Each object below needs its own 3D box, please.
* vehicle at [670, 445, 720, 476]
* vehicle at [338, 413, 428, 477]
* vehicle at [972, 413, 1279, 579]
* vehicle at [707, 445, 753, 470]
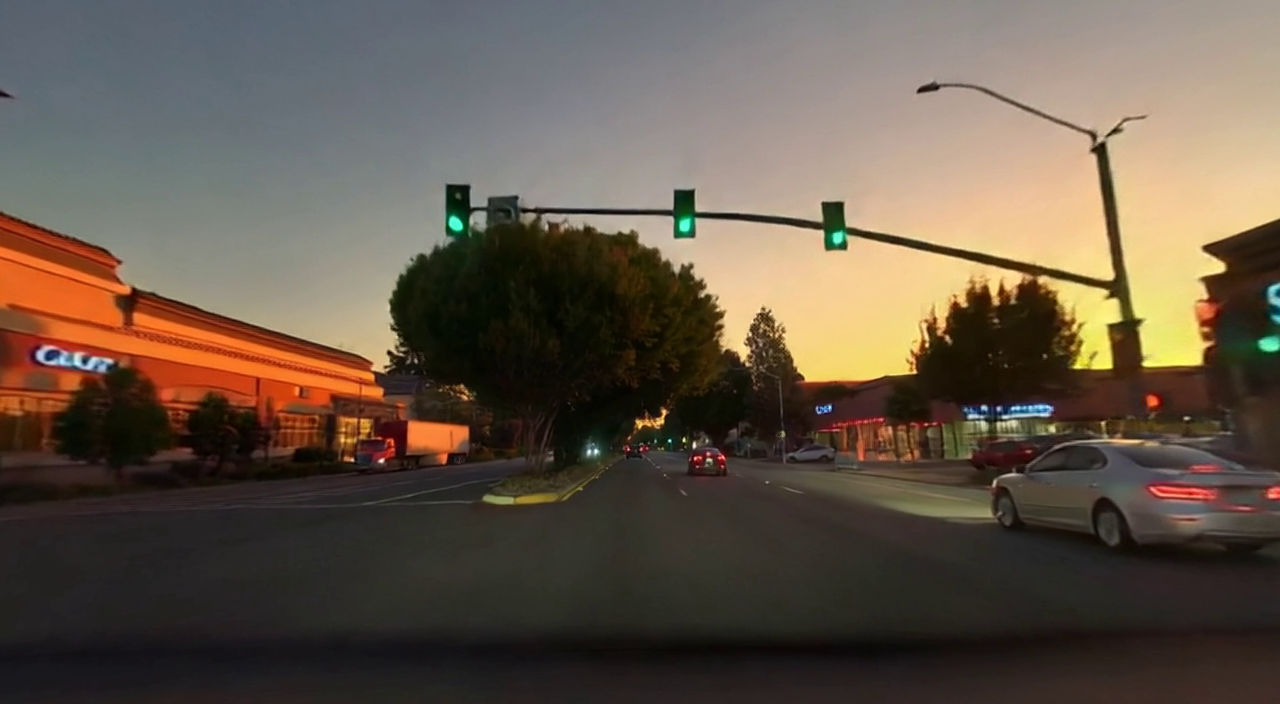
[{"bbox_3d":[2.823,5.692,33.303,2.099,1.463,4.365,0,-9,-2],"label":"vehicle"},{"bbox_3d":[-19.208,7.094,48.003,3.008,4.297,9.041,0,-9,-1],"label":"vehicle"},{"bbox_3d":[6.901,1.810,8.762,2.002,1.651,4.647,0,-9,0],"label":"vehicle"},{"bbox_3d":[5.823,6.897,41.375,2.150,1.485,4.919,0,-9,-2],"label":"vehicle"}]
